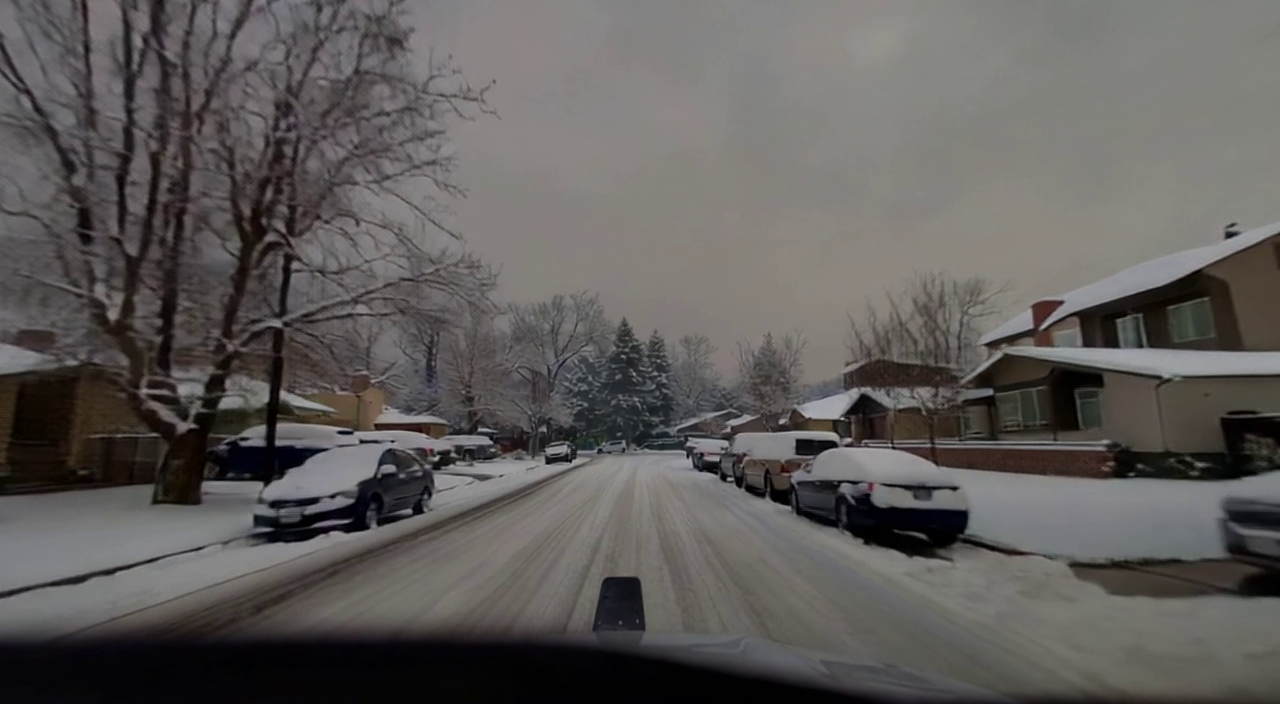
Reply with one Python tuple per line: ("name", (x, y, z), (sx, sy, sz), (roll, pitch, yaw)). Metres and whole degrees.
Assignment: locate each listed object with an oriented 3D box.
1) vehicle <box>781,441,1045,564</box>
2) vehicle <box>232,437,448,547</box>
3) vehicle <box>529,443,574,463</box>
("vehicle", (3.865, 2.187, 10.156), (2.042, 1.456, 4.903), (0, -8, 0))
("vehicle", (-5.113, 2.392, 11.563), (1.943, 1.602, 4.172), (0, -8, -1))
("vehicle", (-6.867, 7.743, 48.609), (2.236, 1.459, 4.832), (3, -9, -23))
